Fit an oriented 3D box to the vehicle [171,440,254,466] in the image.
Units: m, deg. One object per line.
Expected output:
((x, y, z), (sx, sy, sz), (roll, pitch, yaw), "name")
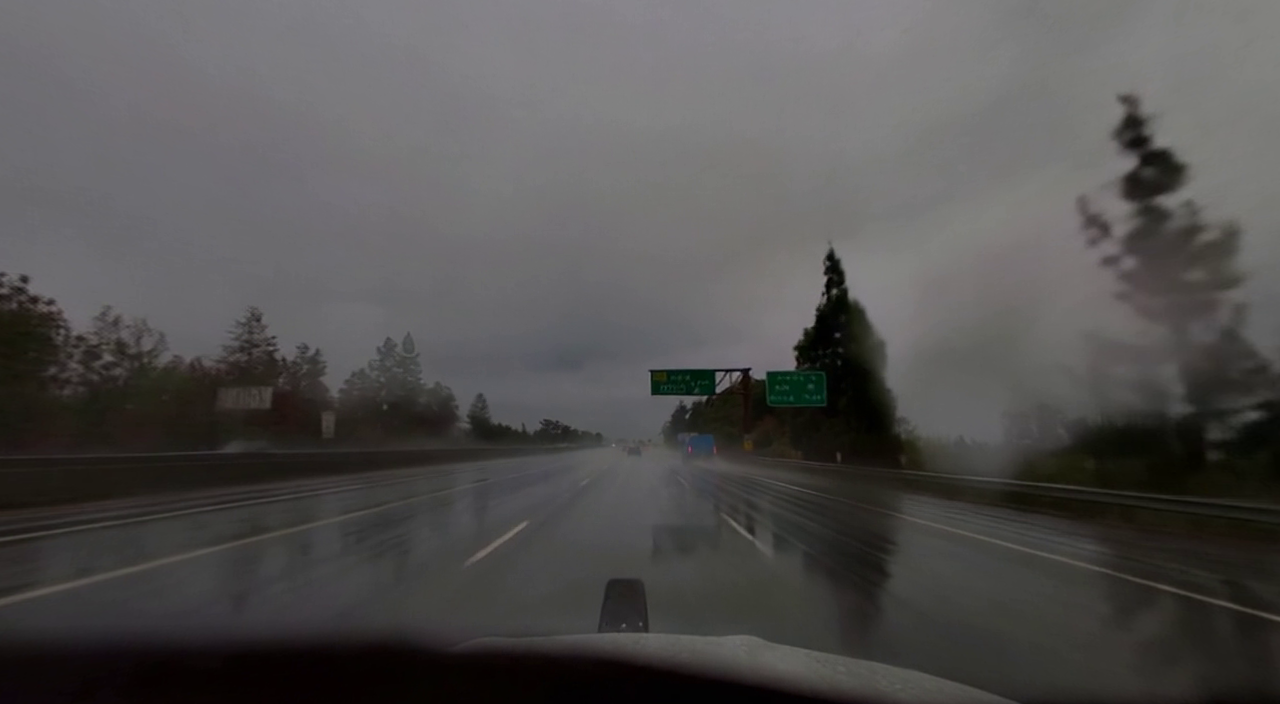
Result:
((-29.202, 6.913, 43.334), (2.106, 1.690, 5.087), (0, -8, 1), "vehicle")

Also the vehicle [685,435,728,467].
((4.250, 6.402, 41.051), (2.172, 1.930, 4.879), (0, -8, -1), "vehicle")
